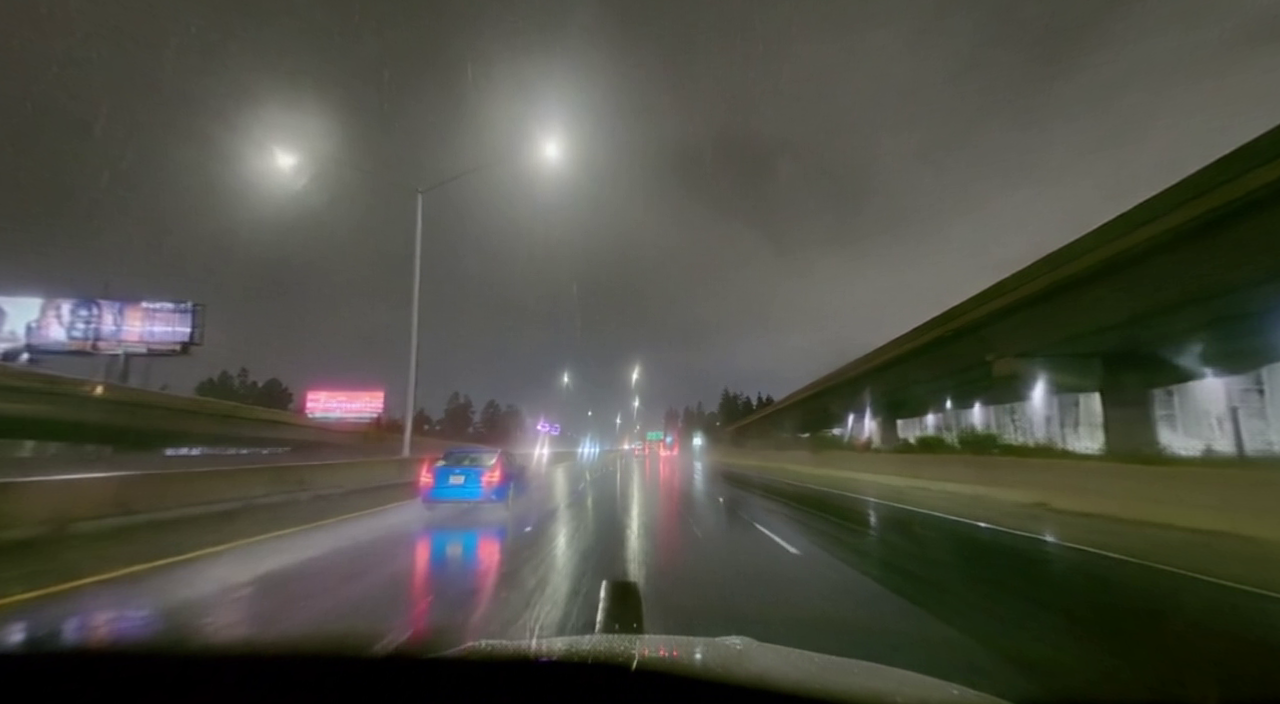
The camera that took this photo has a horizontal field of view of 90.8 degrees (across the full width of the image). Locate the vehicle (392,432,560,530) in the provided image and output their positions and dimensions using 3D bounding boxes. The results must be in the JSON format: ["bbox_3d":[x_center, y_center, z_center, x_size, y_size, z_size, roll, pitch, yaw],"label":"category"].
[{"bbox_3d":[-2.938,2.437,12.518,2.029,1.557,4.570,0,-9,1],"label":"vehicle"}]
